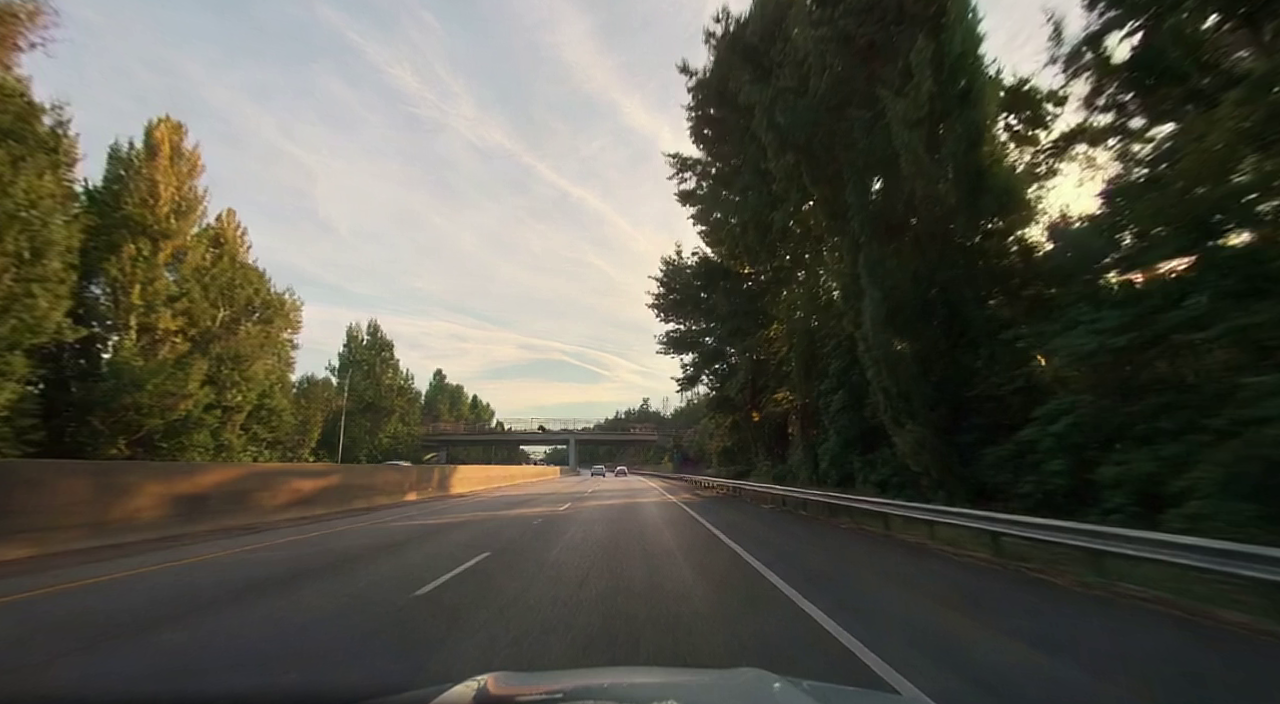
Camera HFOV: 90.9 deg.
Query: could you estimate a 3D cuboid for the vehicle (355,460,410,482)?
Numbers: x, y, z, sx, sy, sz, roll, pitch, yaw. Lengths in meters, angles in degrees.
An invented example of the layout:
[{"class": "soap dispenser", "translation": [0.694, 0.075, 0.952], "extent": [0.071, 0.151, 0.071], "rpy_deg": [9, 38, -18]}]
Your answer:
[{"class": "vehicle", "translation": [-18.497, 8.570, 45.464], "extent": [2.080, 1.488, 4.621], "rpy_deg": [1, -11, -1]}]
